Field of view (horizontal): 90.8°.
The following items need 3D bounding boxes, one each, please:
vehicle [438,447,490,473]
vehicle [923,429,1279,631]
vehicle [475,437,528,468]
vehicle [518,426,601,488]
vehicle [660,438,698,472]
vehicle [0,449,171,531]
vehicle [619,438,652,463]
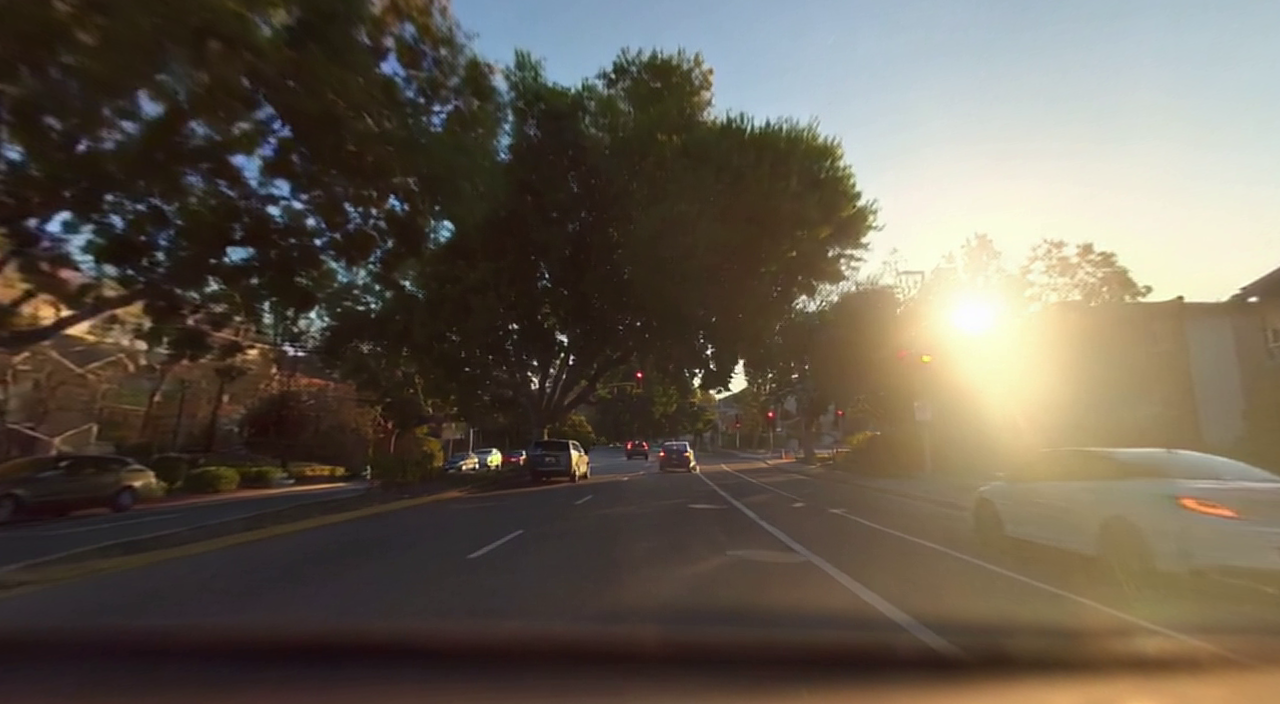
[{"bbox_3d":[-10.644,6.534,38.378,1.876,1.492,3.790,-1,-9,3],"label":"vehicle"},{"bbox_3d":[5.412,1.698,7.239,2.104,1.489,4.962,0,-8,1],"label":"vehicle"},{"bbox_3d":[-9.965,7.259,45.906,2.272,2.103,5.589,0,-8,3],"label":"vehicle"},{"bbox_3d":[-2.541,3.455,21.055,1.877,1.827,4.298,-1,-8,5],"label":"vehicle"},{"bbox_3d":[2.070,5.447,33.736,1.852,1.680,4.488,0,-8,3],"label":"vehicle"},{"bbox_3d":[-12.566,2.769,13.076,1.782,1.472,4.744,-1,-8,5],"label":"vehicle"},{"bbox_3d":[-0.275,7.305,46.885,2.018,1.746,4.560,-1,-8,5],"label":"vehicle"}]
